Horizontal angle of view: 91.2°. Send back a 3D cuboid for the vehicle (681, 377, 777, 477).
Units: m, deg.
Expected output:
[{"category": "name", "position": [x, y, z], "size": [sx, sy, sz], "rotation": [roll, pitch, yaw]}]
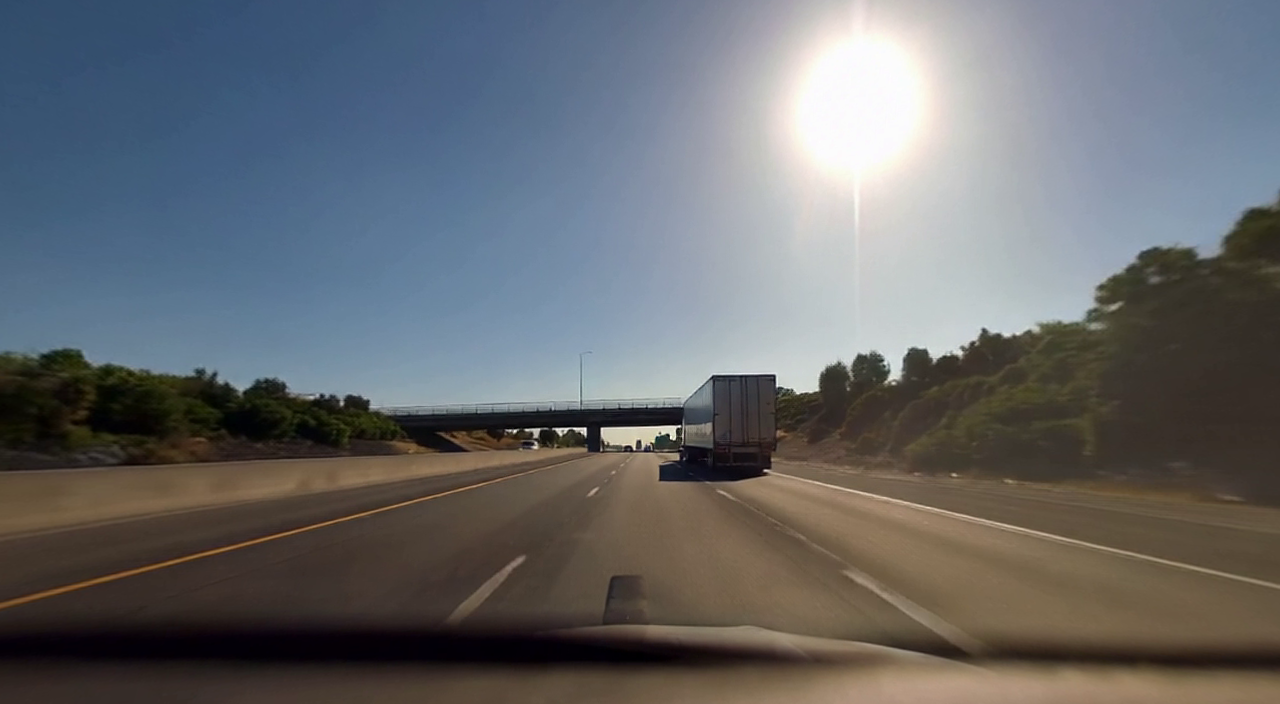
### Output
[{"category": "vehicle", "position": [4.095, 4.113, 32.845], "size": [2.933, 4.100, 14.317], "rotation": [0, -8, 0]}]
